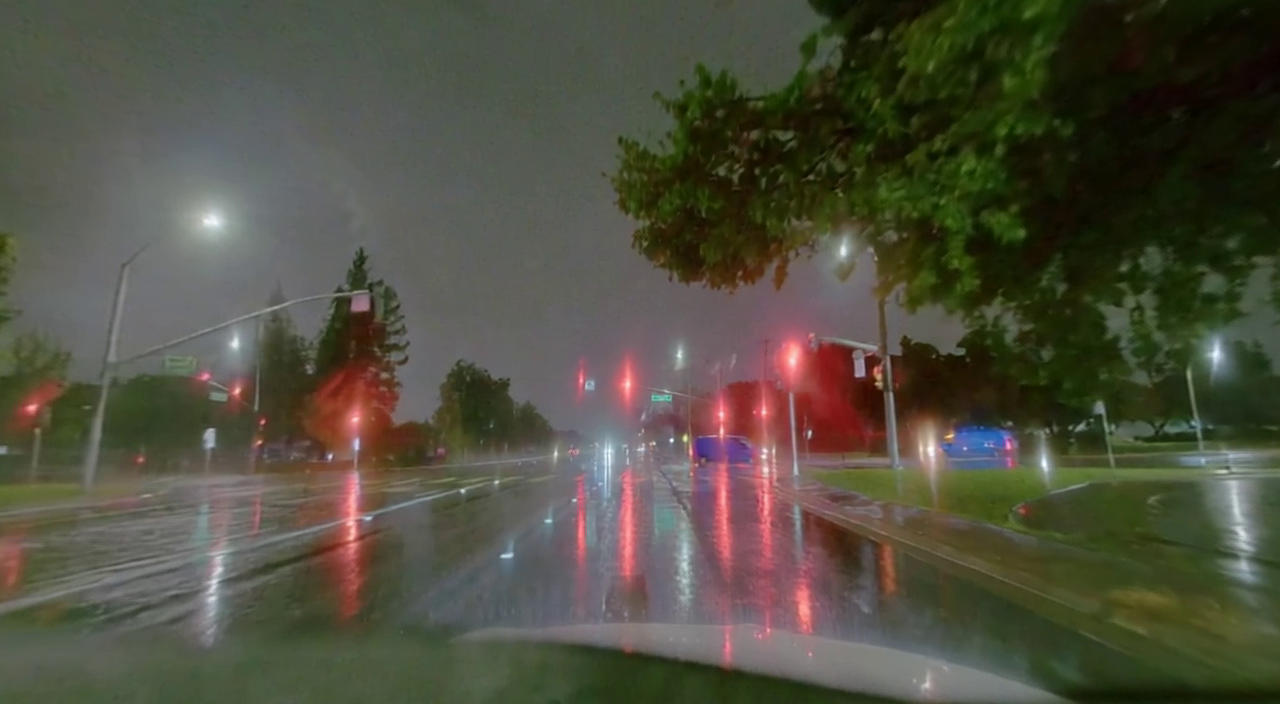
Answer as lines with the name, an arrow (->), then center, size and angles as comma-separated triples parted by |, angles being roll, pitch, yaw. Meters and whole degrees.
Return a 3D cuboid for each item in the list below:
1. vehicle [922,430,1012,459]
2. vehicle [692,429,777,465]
vehicle -> 21.306, 6.065, 41.198 | 4.790, 1.798, 1.909 | 0, -8, 1
vehicle -> 5.534, 5.559, 36.915 | 4.536, 1.965, 1.780 | -4, -9, 26
